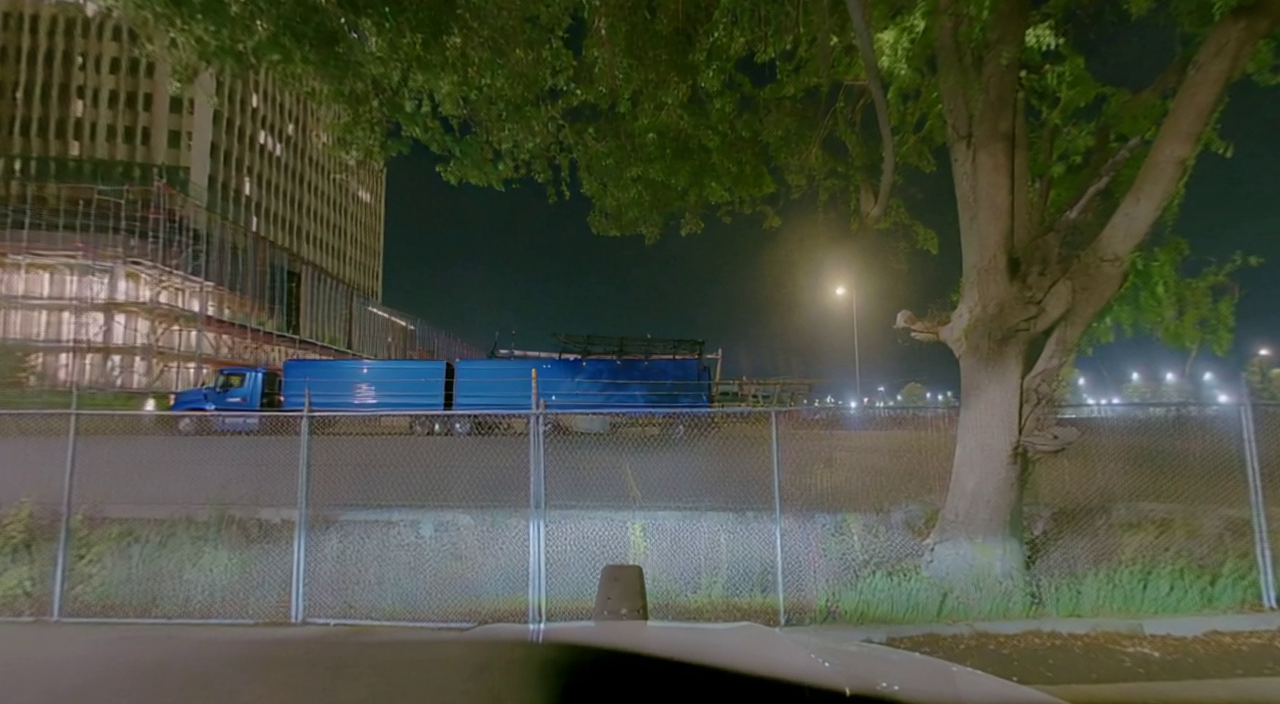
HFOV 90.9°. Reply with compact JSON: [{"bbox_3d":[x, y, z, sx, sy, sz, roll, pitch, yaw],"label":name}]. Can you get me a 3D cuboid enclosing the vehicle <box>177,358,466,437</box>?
[{"bbox_3d":[-17.218,2.676,35.219,14.067,4.099,2.832,1,-9,-7],"label":"vehicle"}]
